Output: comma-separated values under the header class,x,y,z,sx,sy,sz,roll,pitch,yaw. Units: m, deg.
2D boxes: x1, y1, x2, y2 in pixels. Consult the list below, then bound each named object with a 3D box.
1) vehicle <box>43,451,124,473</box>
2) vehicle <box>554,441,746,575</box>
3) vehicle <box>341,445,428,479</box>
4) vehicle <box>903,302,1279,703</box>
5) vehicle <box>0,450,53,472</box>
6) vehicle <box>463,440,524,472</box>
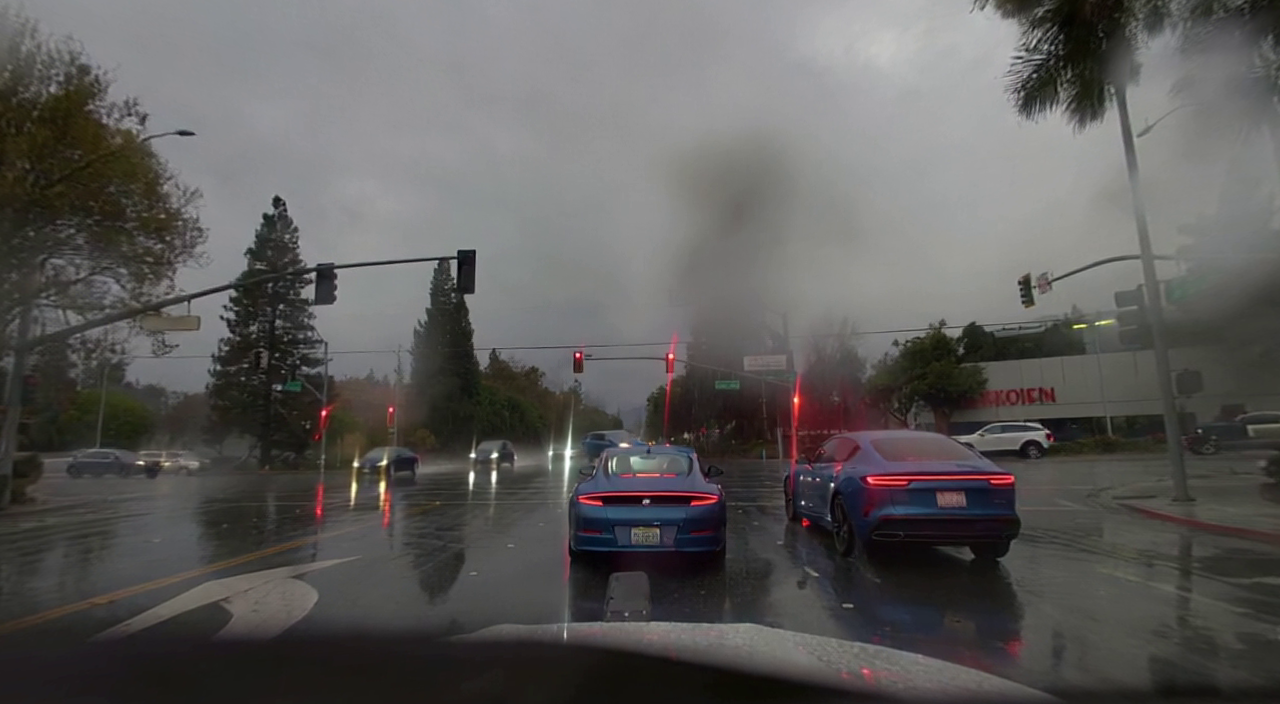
class,x,y,z,sx,sy,sz,roll,pitch,yaw
vehicle,-41.271,8.153,46.803,4.195,1.533,1.752,0,-8,-3
vehicle,0.122,1.877,8.393,1.945,1.343,3.827,0,-8,1
vehicle,-11.812,5.103,29.515,2.053,1.436,4.494,0,-8,2
vehicle,3.108,0.806,2.526,2.143,1.759,4.531,0,-8,0
vehicle,-46.317,7.966,46.156,4.545,1.558,1.833,0,-8,-3
vehicle,-8.036,5.770,35.135,2.091,1.651,4.870,-1,-8,2
